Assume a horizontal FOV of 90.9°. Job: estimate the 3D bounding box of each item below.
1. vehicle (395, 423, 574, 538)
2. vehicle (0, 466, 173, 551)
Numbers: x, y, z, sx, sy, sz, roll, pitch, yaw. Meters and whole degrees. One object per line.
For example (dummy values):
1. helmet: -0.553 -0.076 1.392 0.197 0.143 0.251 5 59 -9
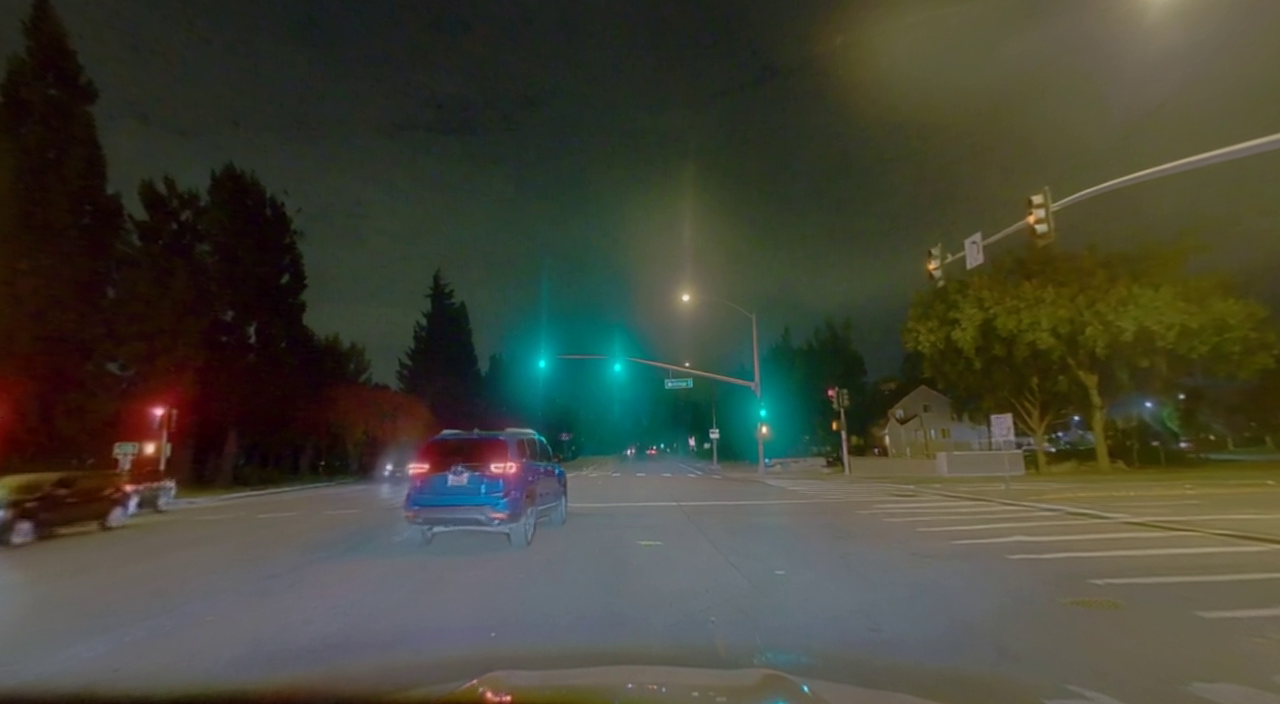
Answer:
1. vehicle: -2.718 2.379 12.302 2.123 1.799 4.425 -1 -9 3
2. vehicle: -13.054 3.325 13.880 1.913 1.461 4.546 -1 -9 2
